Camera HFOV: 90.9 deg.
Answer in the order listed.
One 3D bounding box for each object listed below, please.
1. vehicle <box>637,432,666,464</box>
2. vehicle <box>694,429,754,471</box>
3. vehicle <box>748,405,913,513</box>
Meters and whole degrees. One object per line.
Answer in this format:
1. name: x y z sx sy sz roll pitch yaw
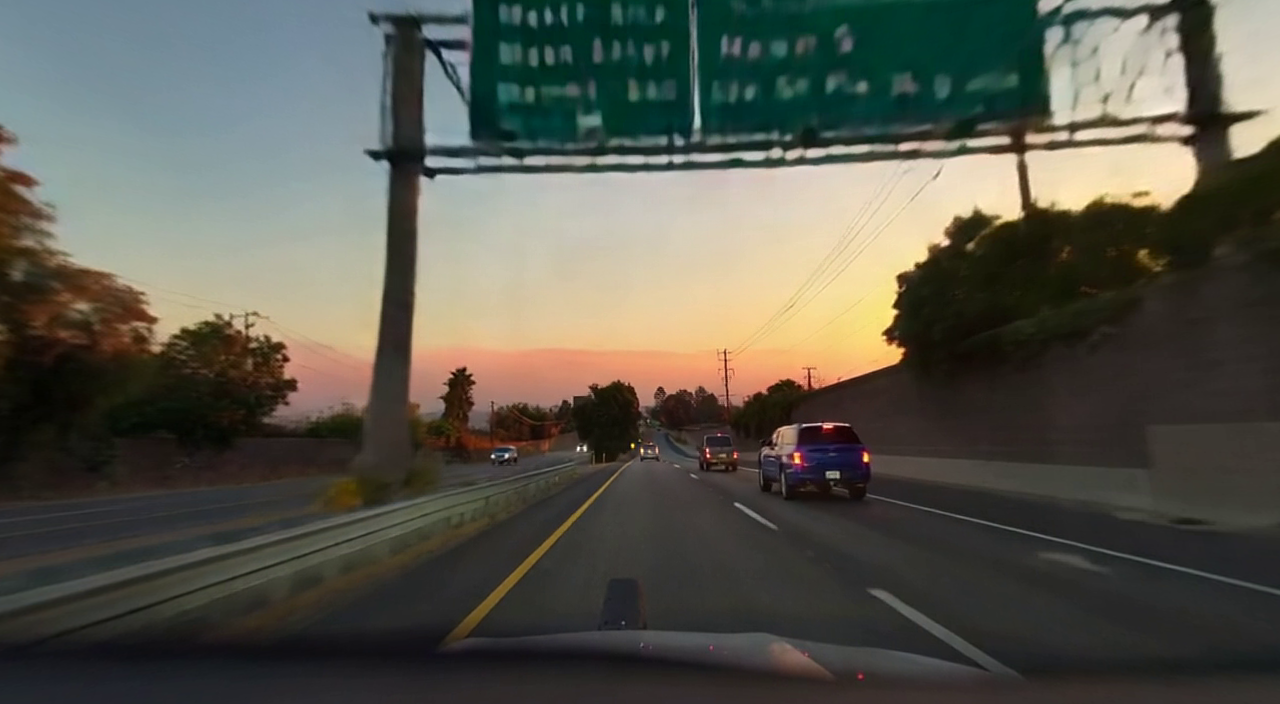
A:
1. vehicle: 0.803 7.333 48.065 2.099 2.260 4.899 0 -8 0
2. vehicle: 4.567 5.460 35.253 2.594 2.155 5.670 0 -8 0
3. vehicle: 4.117 2.438 14.758 2.145 2.069 5.057 0 -8 -1
